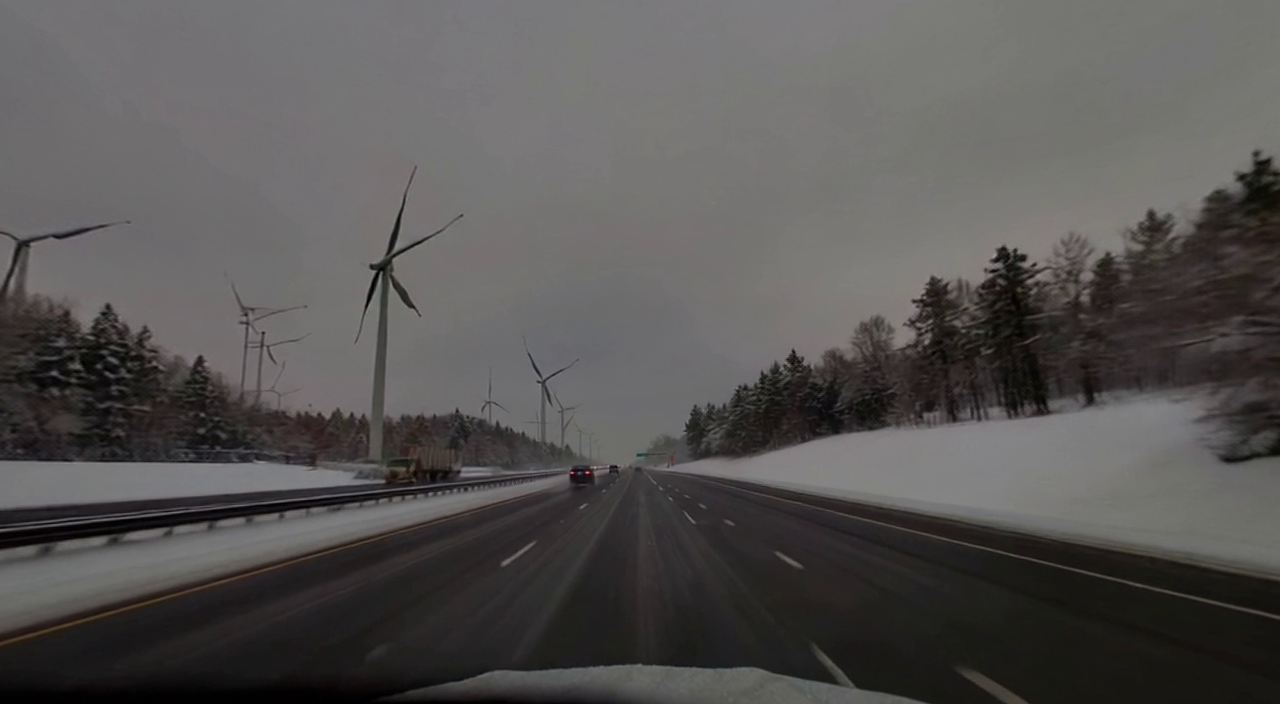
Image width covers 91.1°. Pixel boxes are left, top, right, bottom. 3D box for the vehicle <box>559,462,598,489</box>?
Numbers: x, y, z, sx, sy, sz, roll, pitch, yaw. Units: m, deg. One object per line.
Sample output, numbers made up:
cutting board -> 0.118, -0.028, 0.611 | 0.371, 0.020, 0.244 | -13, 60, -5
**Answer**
vehicle -> -3.750, 7.659, 39.069 | 2.001, 1.486, 4.104 | 1, -10, -1
